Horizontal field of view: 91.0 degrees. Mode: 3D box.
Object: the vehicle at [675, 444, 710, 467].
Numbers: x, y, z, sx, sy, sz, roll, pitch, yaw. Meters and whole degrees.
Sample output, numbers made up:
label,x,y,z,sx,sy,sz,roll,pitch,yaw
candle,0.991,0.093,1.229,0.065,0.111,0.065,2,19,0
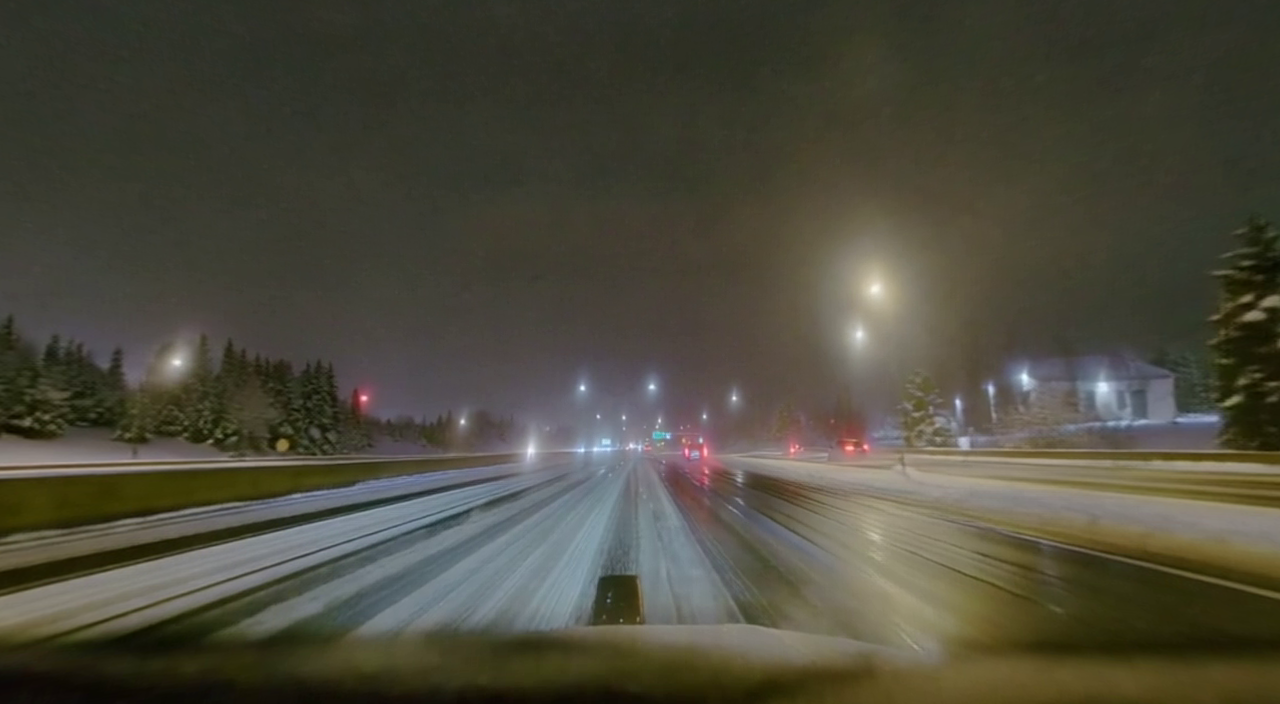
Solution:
label,x,y,z,sx,sy,sz,roll,pitch,yaw
vehicle,3.614,7.263,44.310,2.033,1.501,4.398,0,-9,-1
